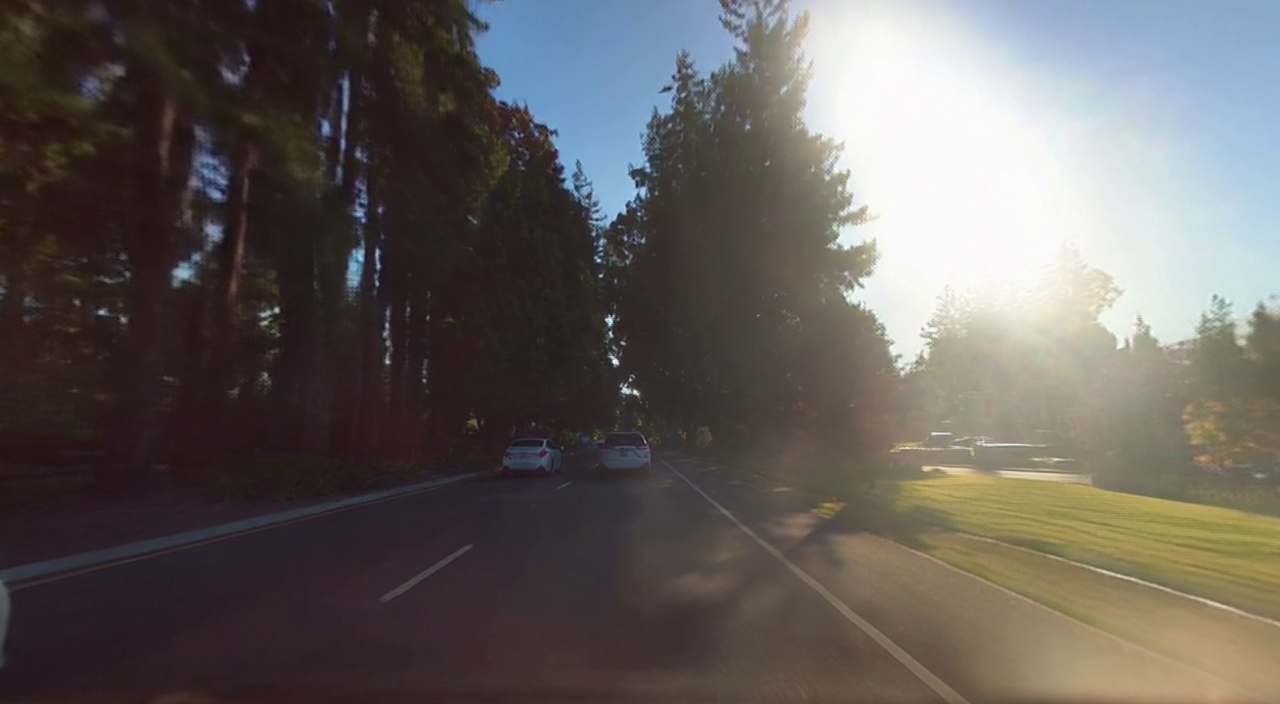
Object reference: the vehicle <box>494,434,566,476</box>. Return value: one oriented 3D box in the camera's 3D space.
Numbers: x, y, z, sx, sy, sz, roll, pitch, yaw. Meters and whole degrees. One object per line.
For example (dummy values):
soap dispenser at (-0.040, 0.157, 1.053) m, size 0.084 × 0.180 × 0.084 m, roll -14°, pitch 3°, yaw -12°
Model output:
vehicle at (-4.035, 3.848, 23.818) m, size 1.917 × 1.448 × 4.178 m, roll 0°, pitch -8°, yaw 1°

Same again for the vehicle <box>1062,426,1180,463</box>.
vehicle at (20.550, 3.953, 27.077) m, size 3.567 × 1.521 × 1.879 m, roll 1°, pitch -8°, yaw -5°

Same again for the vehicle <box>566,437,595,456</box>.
vehicle at (-4.555, 7.327, 49.059) m, size 1.831 × 1.445 × 3.851 m, roll 0°, pitch -8°, yaw 1°

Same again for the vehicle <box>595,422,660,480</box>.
vehicle at (-0.419, 3.340, 21.532) m, size 2.018 × 1.769 × 3.897 m, roll 0°, pitch -8°, yaw -1°

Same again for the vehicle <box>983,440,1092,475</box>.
vehicle at (20.666, 5.462, 32.918) m, size 4.387 × 1.752 × 1.903 m, roll 0°, pitch -8°, yaw -3°
